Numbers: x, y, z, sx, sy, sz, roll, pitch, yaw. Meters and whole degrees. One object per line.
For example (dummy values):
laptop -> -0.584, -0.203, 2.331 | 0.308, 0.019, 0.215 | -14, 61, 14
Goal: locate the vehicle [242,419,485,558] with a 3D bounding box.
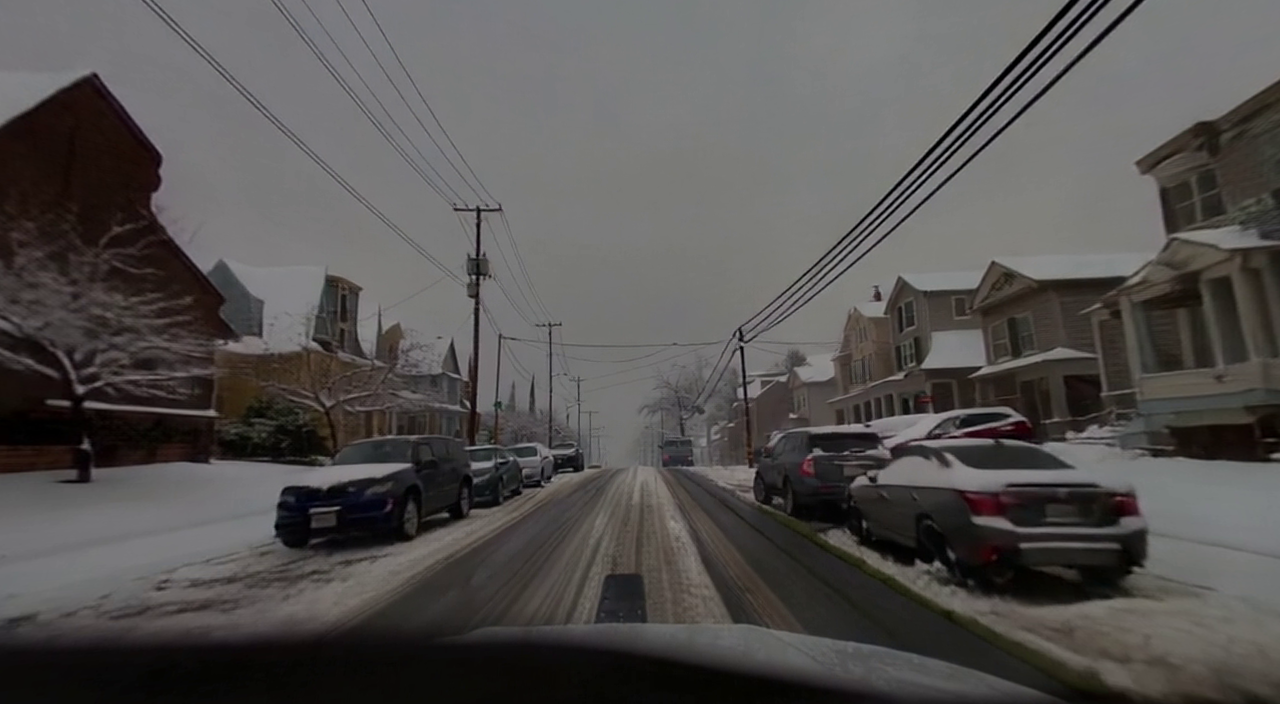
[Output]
vehicle -> -4.198, 2.187, 10.671 | 2.031, 1.708, 4.746 | -2, -10, -1

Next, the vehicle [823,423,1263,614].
vehicle -> 3.658, 1.584, 7.037 | 2.083, 1.407, 4.506 | 0, -9, 3
